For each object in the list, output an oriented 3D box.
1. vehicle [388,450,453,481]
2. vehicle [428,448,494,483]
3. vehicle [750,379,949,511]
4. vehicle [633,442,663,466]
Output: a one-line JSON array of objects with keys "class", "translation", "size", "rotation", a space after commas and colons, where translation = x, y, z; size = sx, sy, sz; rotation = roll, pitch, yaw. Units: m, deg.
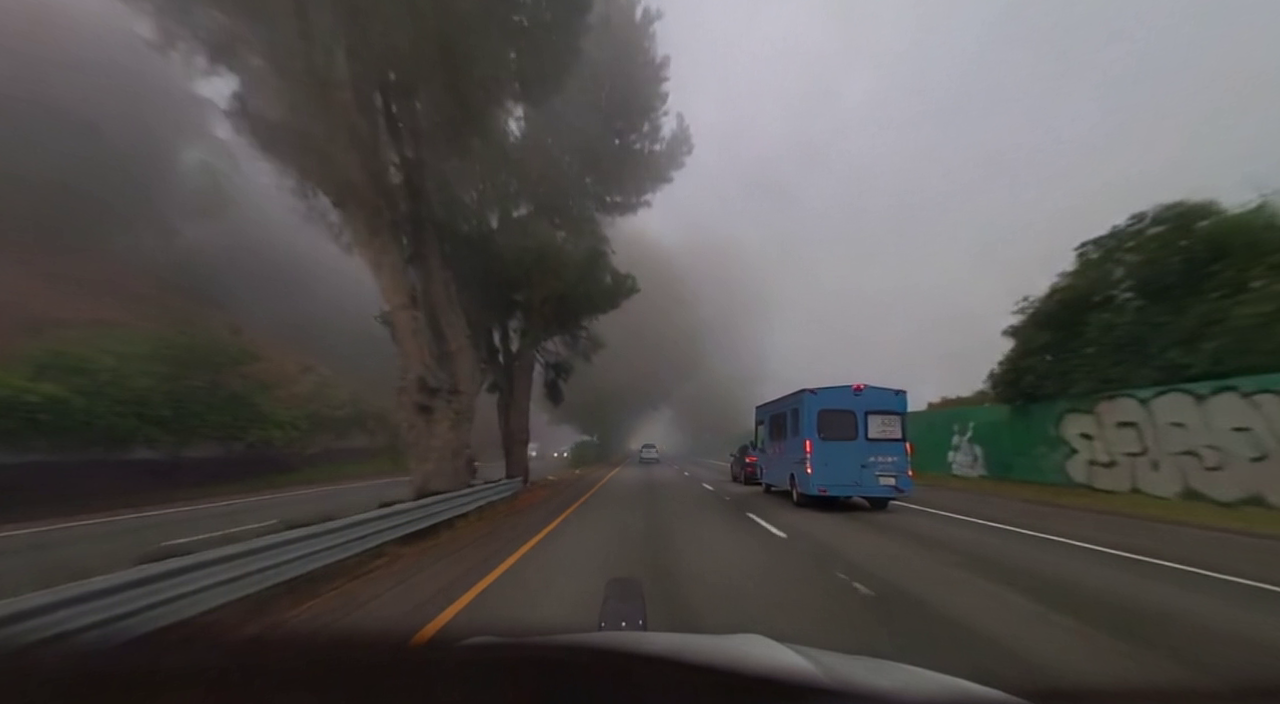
[{"class": "vehicle", "translation": [-12.631, 6.555, 36.566], "size": [2.013, 1.623, 4.727], "rotation": [-1, -8, 1]}, {"class": "vehicle", "translation": [-8.534, 5.439, 30.353], "size": [1.900, 1.519, 3.886], "rotation": [-1, -8, 2]}, {"class": "vehicle", "translation": [4.856, 2.392, 16.316], "size": [2.712, 2.659, 6.992], "rotation": [0, -8, 0]}, {"class": "vehicle", "translation": [0.576, 7.222, 44.632], "size": [2.030, 1.572, 4.067], "rotation": [0, -8, 0]}]
